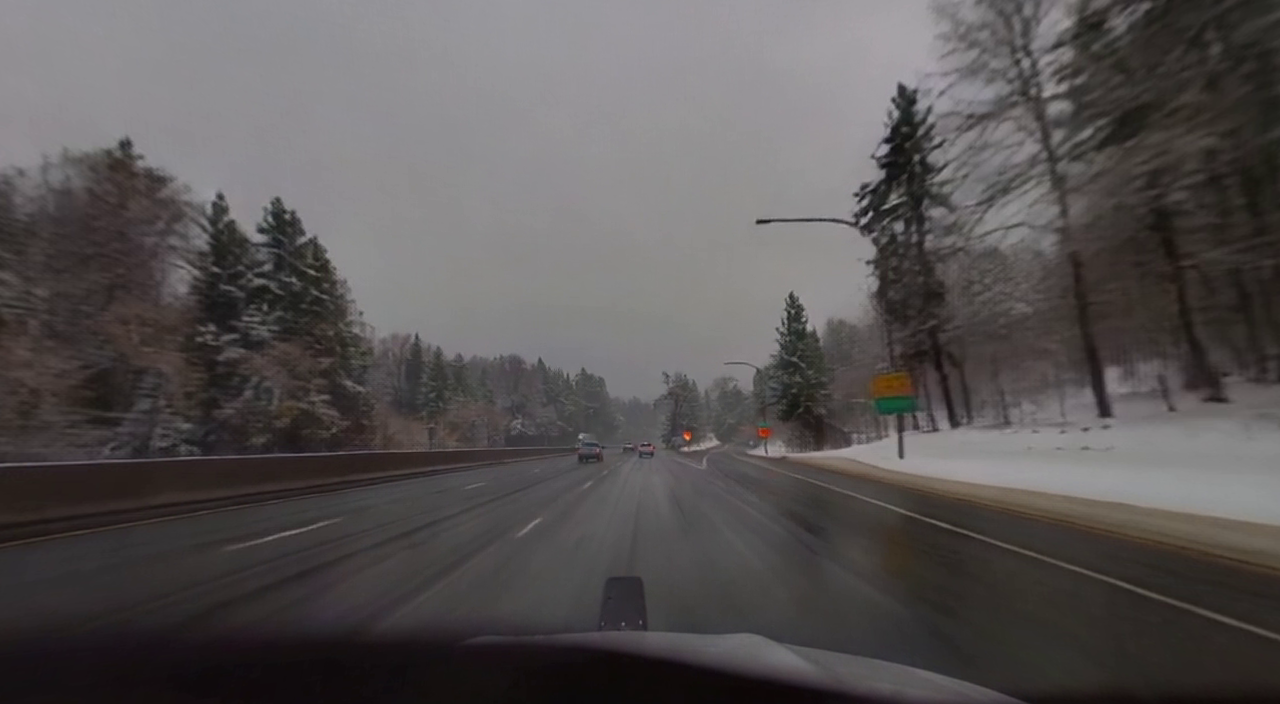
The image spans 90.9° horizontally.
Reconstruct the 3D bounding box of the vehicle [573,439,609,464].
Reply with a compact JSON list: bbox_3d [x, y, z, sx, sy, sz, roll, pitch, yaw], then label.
[{"bbox_3d":[-3.491,7.207,45.789,2.129,1.742,4.217,0,-8,2],"label":"vehicle"}]
